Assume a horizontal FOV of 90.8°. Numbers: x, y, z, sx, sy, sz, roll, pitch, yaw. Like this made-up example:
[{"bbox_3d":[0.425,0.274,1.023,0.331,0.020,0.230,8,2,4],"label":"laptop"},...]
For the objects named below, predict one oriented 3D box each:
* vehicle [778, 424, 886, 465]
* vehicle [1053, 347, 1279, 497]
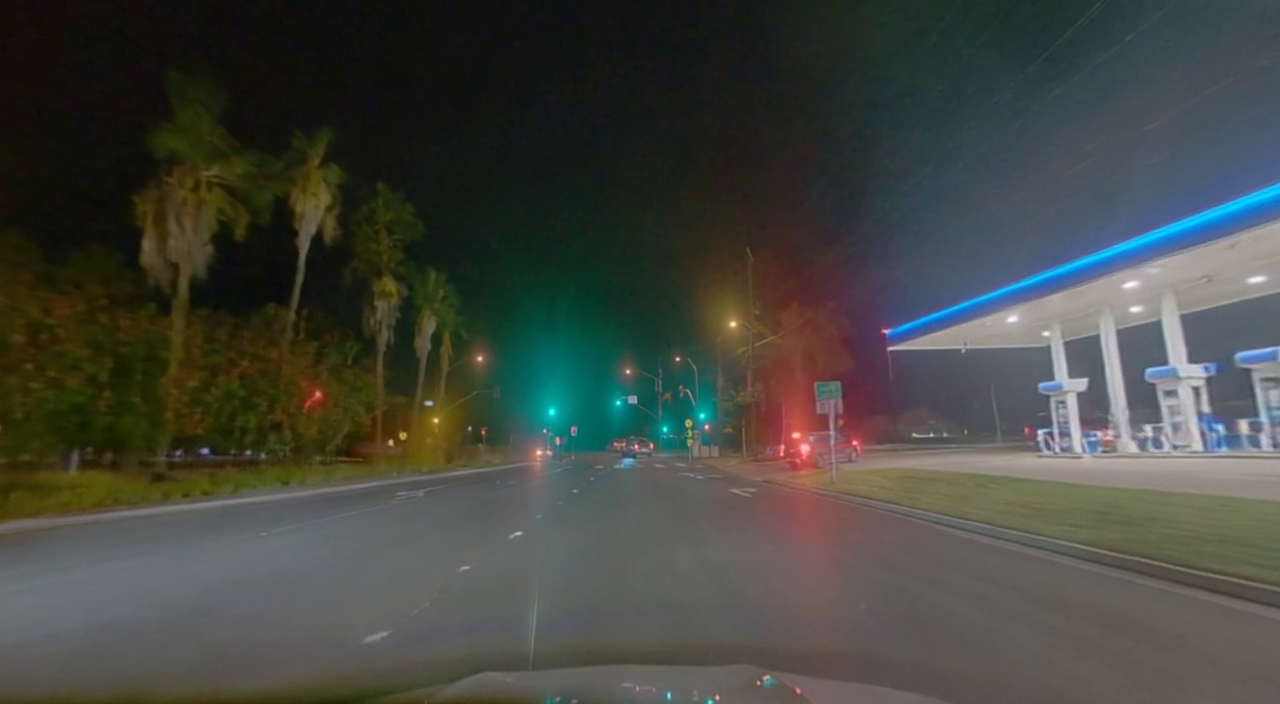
[{"bbox_3d":[10.651,5.104,34.791,6.059,2.082,2.703,7,-11,-39],"label":"vehicle"},{"bbox_3d":[13.451,1.467,12.883,2.944,2.783,10.332,0,-9,-1],"label":"vehicle"}]
